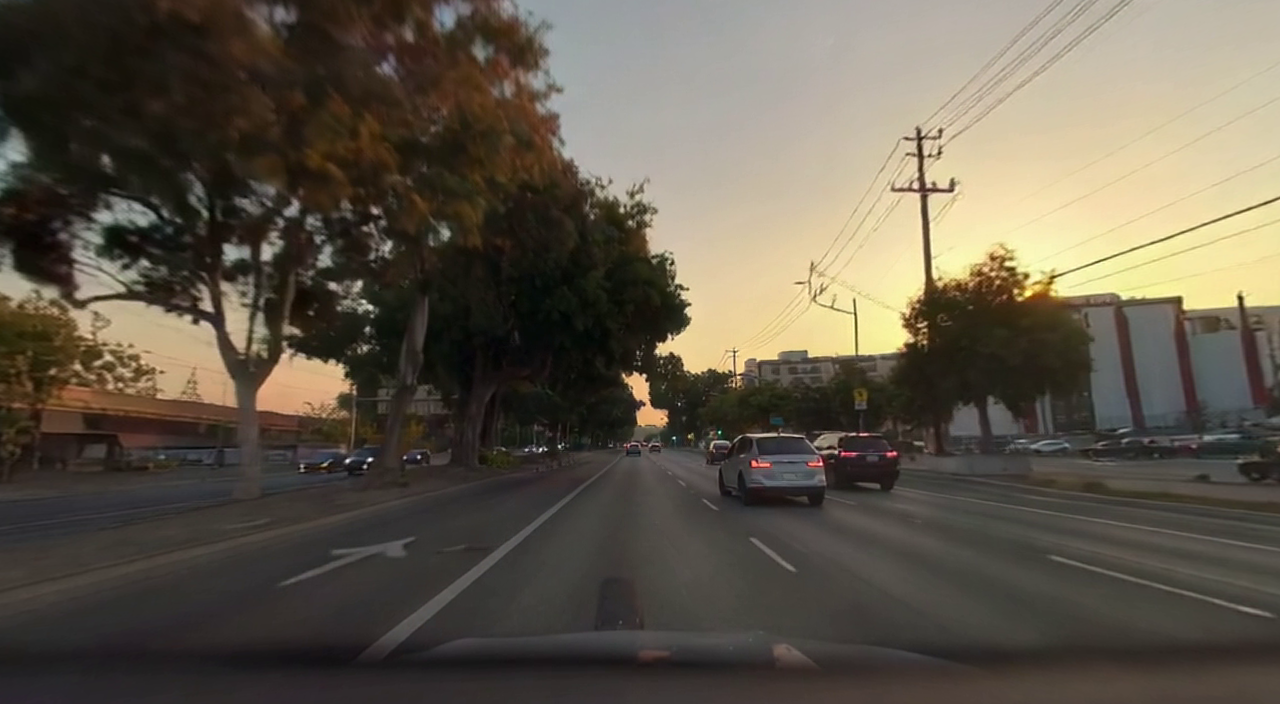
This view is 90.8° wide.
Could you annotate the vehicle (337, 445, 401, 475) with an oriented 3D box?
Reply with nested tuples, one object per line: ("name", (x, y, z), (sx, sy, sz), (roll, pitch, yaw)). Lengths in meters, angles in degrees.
("vehicle", (-16.479, 6.565, 38.690), (1.933, 1.677, 4.400), (0, -8, 1))

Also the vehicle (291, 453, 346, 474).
("vehicle", (-24.297, 8.400, 47.865), (1.828, 1.470, 4.512), (0, -8, 0))

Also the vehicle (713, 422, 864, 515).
("vehicle", (2.987, 2.469, 13.823), (2.128, 1.699, 4.222), (0, -8, -2))
